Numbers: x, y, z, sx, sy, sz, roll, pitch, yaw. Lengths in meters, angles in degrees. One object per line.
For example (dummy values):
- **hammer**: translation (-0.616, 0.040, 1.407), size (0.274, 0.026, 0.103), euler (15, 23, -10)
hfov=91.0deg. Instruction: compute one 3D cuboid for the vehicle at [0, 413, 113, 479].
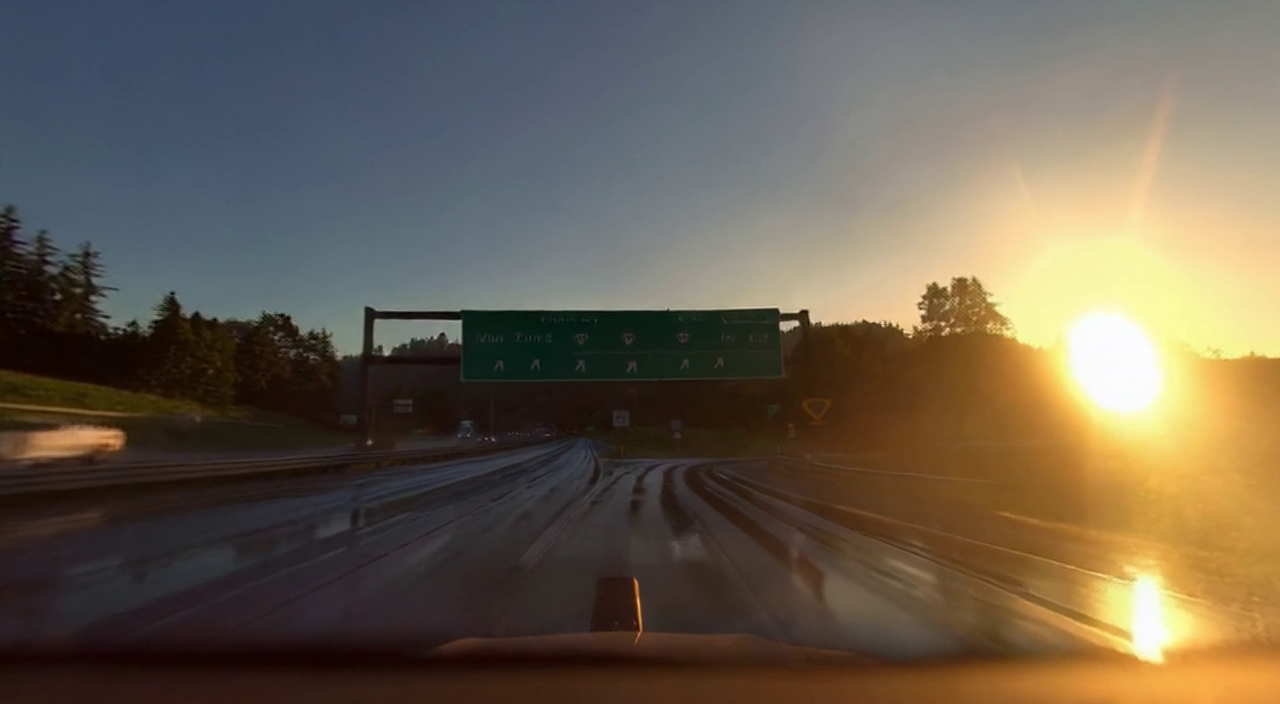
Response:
- **vehicle**: translation (-25.048, 3.792, 25.299), size (2.208, 2.438, 6.660), euler (0, -8, -4)
